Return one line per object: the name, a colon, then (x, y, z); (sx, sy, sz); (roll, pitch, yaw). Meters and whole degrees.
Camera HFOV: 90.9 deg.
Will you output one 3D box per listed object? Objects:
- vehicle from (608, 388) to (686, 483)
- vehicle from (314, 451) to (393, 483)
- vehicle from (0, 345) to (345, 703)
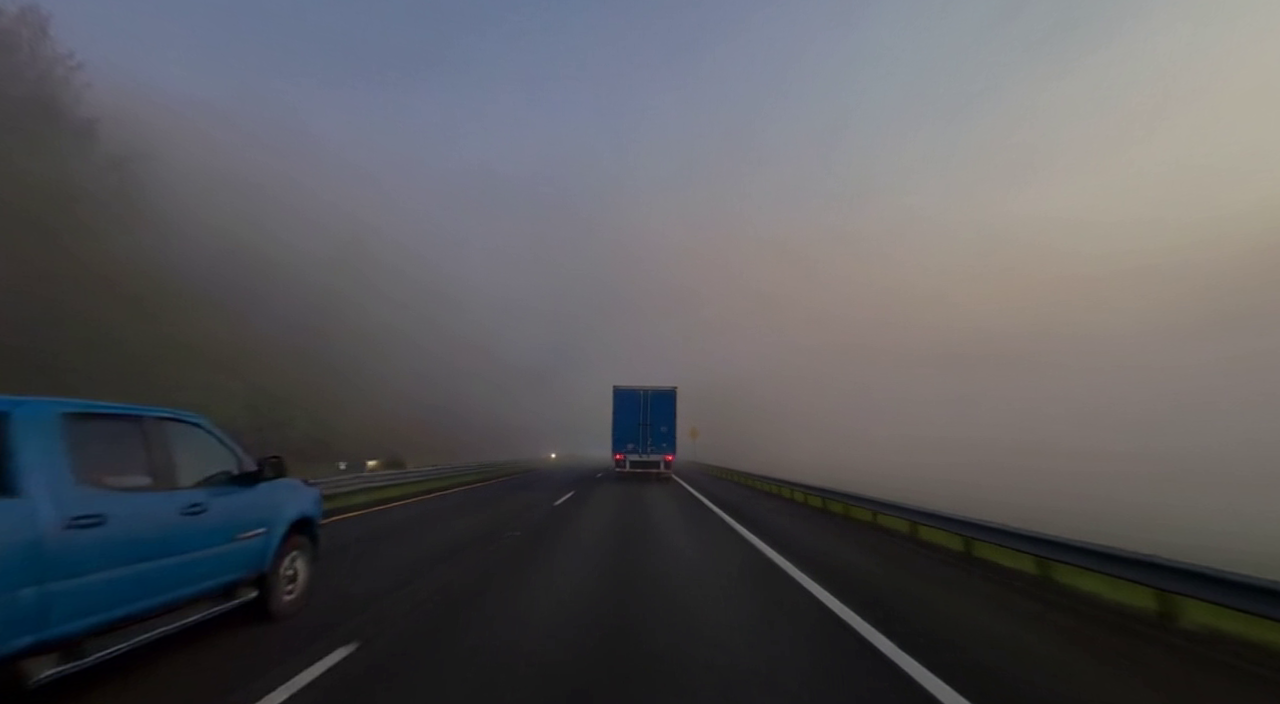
vehicle: (0.114, 3.760, 27.882); (2.913, 3.530, 8.648); (0, -9, -2)
vehicle: (-14.487, 5.805, 32.165); (1.906, 1.484, 4.437); (0, -9, 0)
vehicle: (-3.558, 0.900, 2.998); (2.160, 1.661, 4.388); (0, -9, 0)
